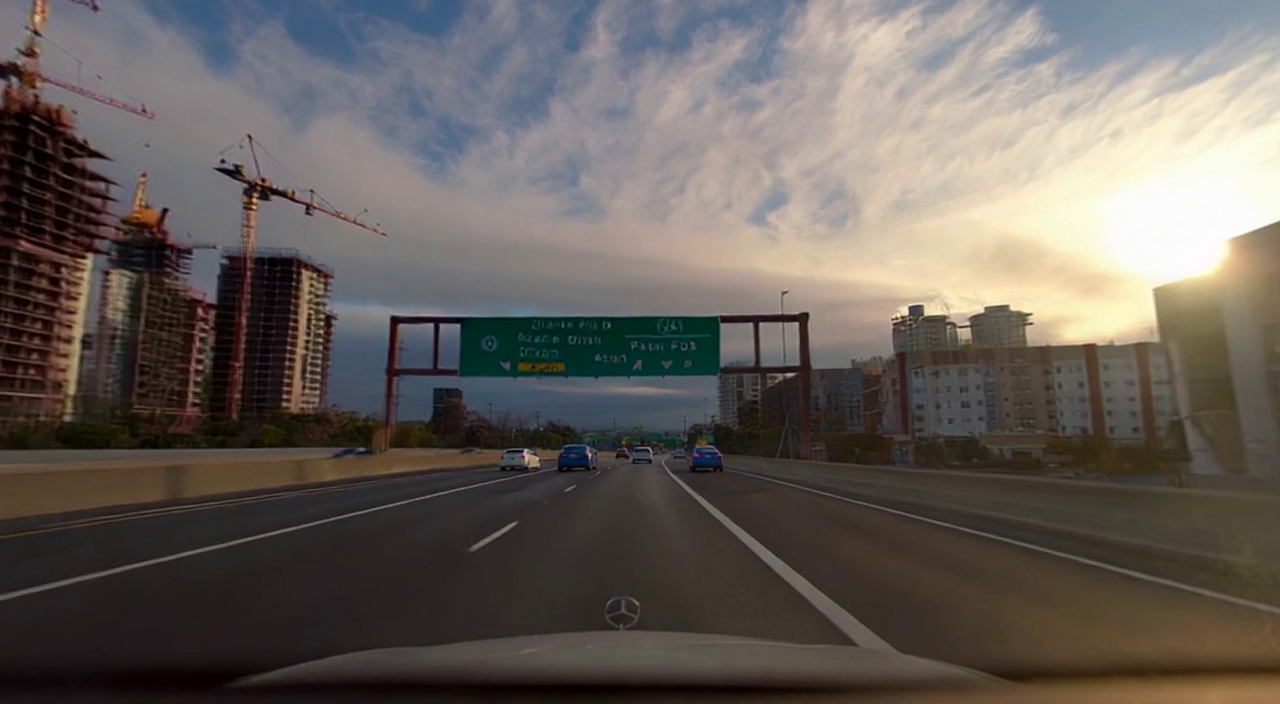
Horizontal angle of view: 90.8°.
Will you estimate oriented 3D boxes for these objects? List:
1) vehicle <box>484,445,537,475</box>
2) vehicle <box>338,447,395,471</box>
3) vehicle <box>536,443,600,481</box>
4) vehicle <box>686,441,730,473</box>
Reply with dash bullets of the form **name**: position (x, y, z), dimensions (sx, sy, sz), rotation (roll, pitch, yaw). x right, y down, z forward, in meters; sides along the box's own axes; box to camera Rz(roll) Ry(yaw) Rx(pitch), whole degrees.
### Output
- **vehicle**: position (-7.058, 5.940, 34.919), dimensions (1.951, 1.528, 4.209), rotation (0, -9, 2)
- **vehicle**: position (-20.095, 7.871, 46.676), dimensions (1.969, 1.656, 4.655), rotation (-1, -9, 3)
- **vehicle**: position (-3.067, 4.796, 27.849), dimensions (2.136, 1.512, 4.488), rotation (0, -9, 2)
- **vehicle**: position (3.690, 5.753, 34.848), dimensions (1.978, 1.602, 4.092), rotation (0, -9, 1)
